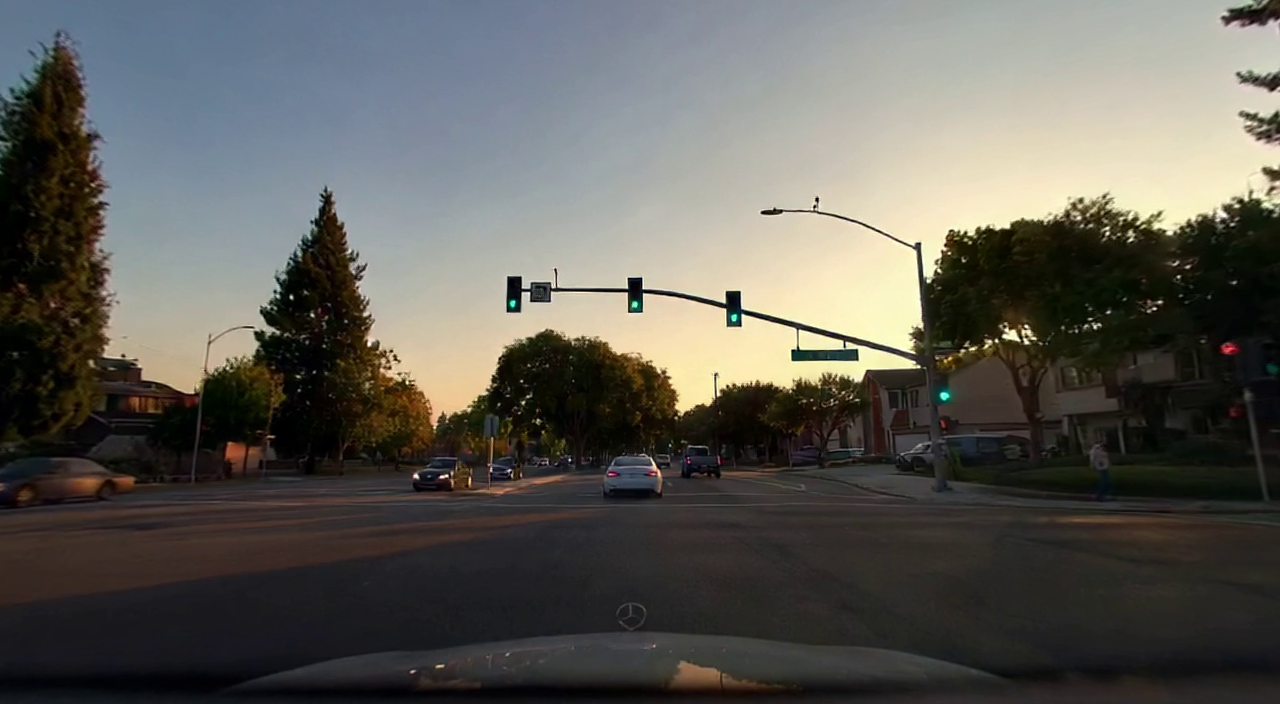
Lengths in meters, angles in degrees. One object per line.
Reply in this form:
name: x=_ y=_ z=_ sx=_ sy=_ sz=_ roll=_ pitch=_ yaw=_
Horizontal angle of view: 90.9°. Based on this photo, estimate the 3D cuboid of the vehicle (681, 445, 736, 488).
vehicle: x=3.135 y=5.335 z=29.861 sx=2.073 sy=1.822 sz=4.276 roll=0 pitch=-8 yaw=-1

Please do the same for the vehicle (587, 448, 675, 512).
vehicle: x=-0.203 y=3.433 z=17.428 sx=2.140 sy=1.474 sz=4.026 roll=0 pitch=-8 yaw=1

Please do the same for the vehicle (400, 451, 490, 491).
vehicle: x=-8.153 y=5.026 z=26.891 sx=2.121 sy=1.513 sz=4.832 roll=0 pitch=-9 yaw=2

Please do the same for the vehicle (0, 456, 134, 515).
vehicle: x=-18.238 y=3.952 z=19.074 sx=1.902 sy=1.475 sz=4.731 roll=0 pitch=-8 yaw=0

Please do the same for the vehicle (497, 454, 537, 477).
vehicle: x=-8.751 y=8.089 z=45.254 sx=2.035 sy=1.463 sz=4.527 roll=0 pitch=-8 yaw=0
